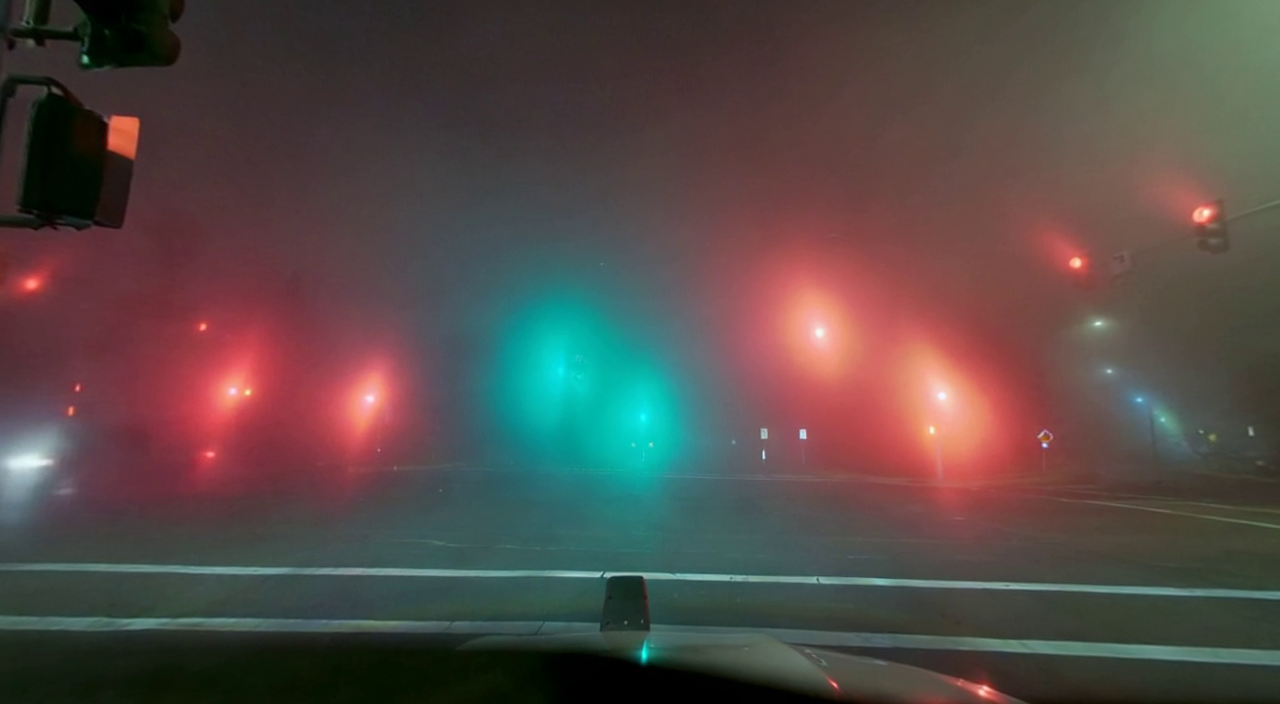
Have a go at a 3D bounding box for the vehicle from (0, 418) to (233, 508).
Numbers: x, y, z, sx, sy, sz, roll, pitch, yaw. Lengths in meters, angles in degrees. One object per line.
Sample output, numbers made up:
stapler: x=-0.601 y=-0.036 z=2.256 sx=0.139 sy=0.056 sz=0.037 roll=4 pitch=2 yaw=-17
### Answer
vehicle: x=-12.739 y=2.634 z=15.392 sx=2.238 sy=1.827 sz=5.007 roll=0 pitch=-8 yaw=0
